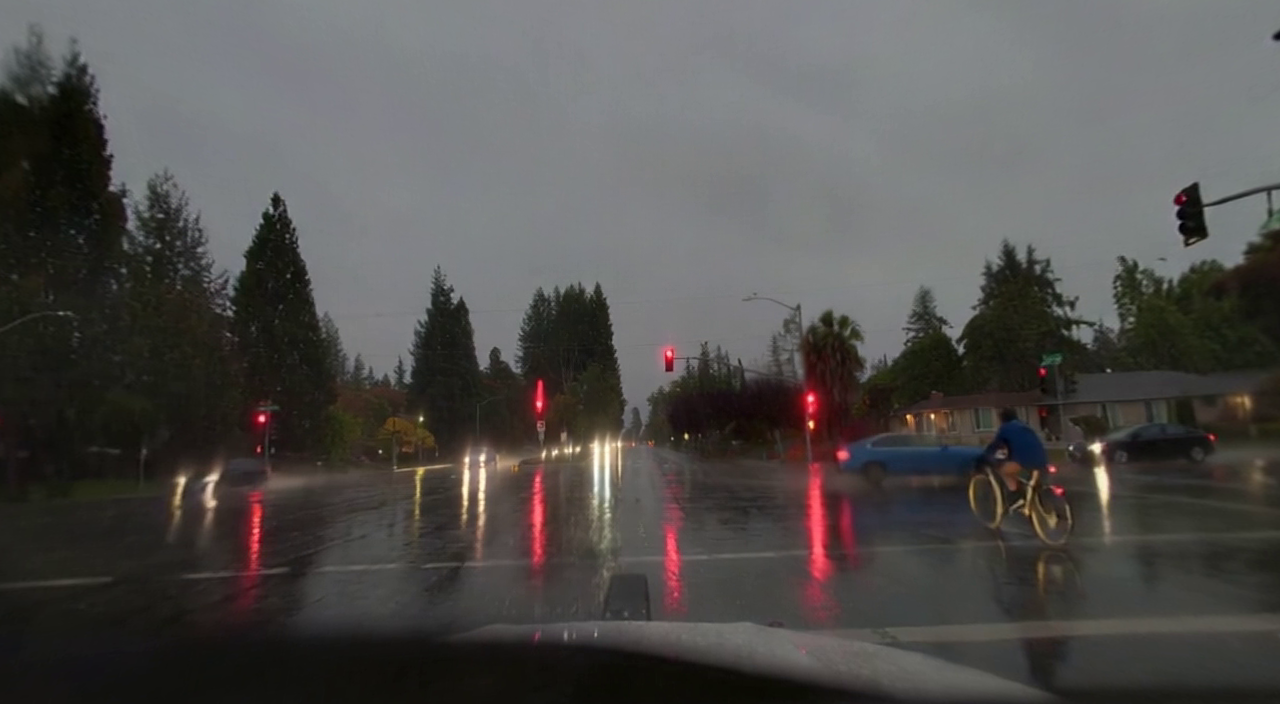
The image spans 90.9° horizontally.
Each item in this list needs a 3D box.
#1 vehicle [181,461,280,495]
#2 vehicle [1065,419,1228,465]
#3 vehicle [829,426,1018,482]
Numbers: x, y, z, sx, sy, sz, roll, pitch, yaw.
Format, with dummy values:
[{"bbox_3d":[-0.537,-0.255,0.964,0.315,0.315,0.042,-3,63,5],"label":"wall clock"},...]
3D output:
[{"bbox_3d":[-19.324,5.934,30.004,1.810,1.393,4.423,0,-9,-1],"label":"vehicle"},{"bbox_3d":[17.344,3.100,21.758,3.969,1.493,1.823,0,-9,1],"label":"vehicle"},{"bbox_3d":[8.097,3.004,18.564,4.749,1.496,2.017,-3,-9,15],"label":"vehicle"}]
